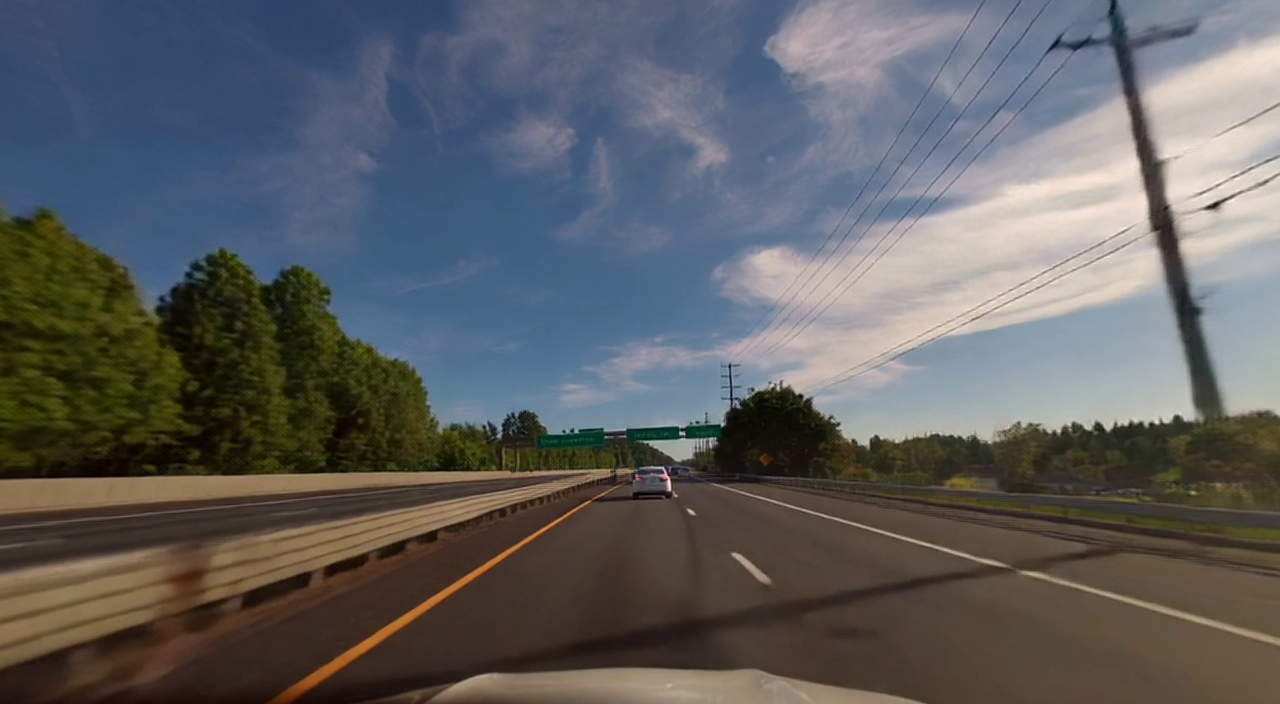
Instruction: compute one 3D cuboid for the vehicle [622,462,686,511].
[{"bbox_3d":[0.447,4.566,21.686,1.987,1.480,3.786,1,-10,0],"label":"vehicle"}]
